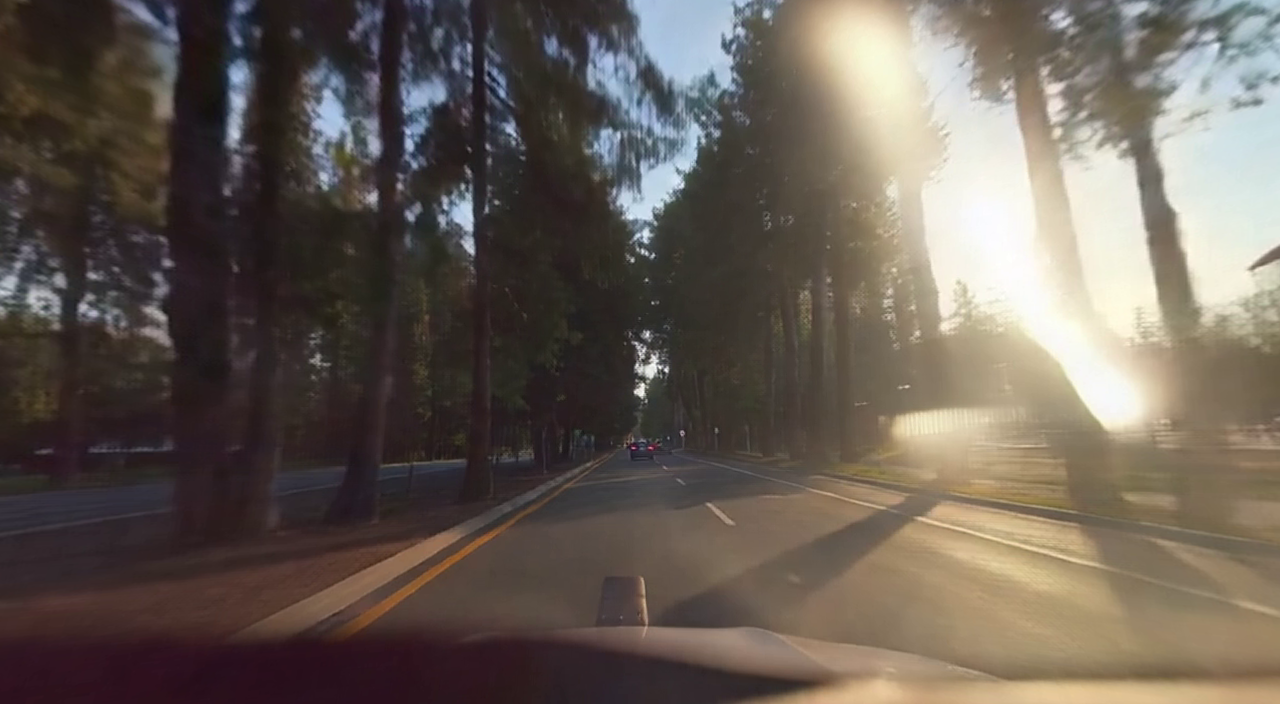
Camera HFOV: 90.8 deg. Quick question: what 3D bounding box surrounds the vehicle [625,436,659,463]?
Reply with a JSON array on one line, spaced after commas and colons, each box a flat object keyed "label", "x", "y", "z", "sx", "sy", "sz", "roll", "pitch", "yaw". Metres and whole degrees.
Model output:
[{"label": "vehicle", "x": 0.092, "y": 6.116, "z": 39.573, "sx": 2.048, "sy": 1.584, "sz": 4.393, "roll": 0, "pitch": -8, "yaw": -1}]
